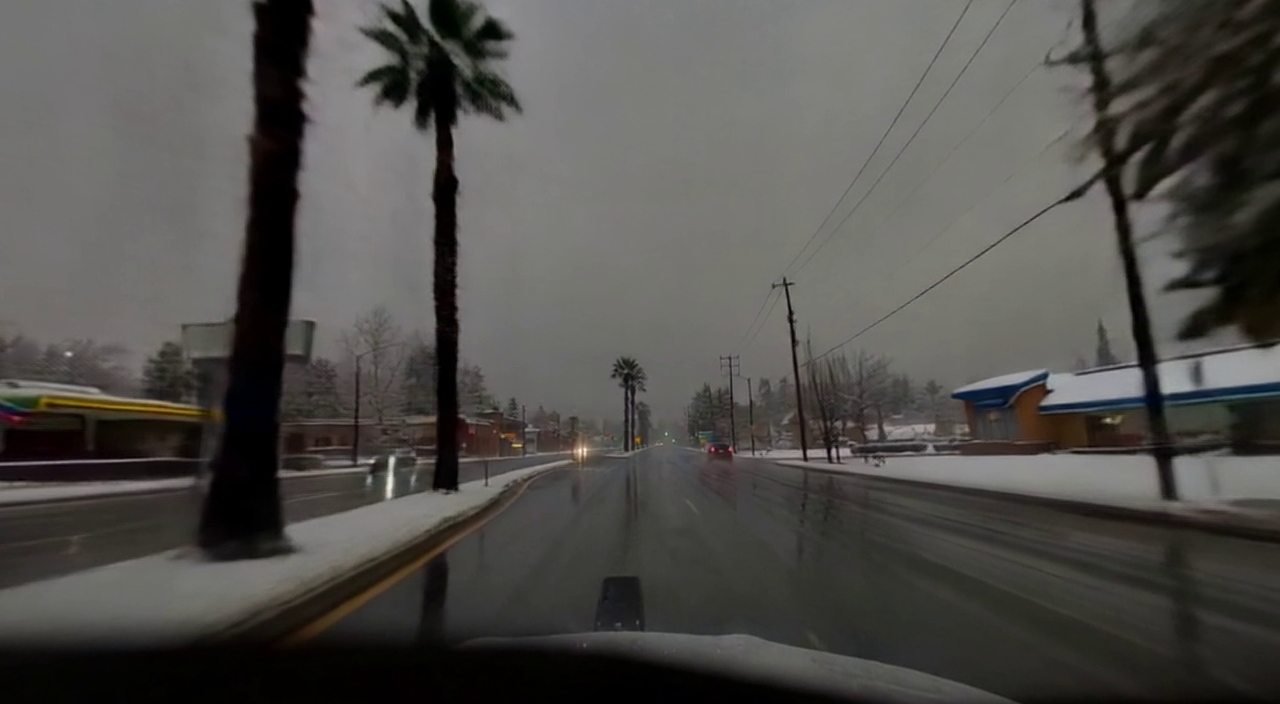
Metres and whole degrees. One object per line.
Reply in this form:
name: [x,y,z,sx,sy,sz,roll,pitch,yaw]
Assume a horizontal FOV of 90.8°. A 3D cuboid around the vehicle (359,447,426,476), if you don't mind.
vehicle: [-14.023,6.209,36.125,1.924,1.528,4.416,0,-8,1]
